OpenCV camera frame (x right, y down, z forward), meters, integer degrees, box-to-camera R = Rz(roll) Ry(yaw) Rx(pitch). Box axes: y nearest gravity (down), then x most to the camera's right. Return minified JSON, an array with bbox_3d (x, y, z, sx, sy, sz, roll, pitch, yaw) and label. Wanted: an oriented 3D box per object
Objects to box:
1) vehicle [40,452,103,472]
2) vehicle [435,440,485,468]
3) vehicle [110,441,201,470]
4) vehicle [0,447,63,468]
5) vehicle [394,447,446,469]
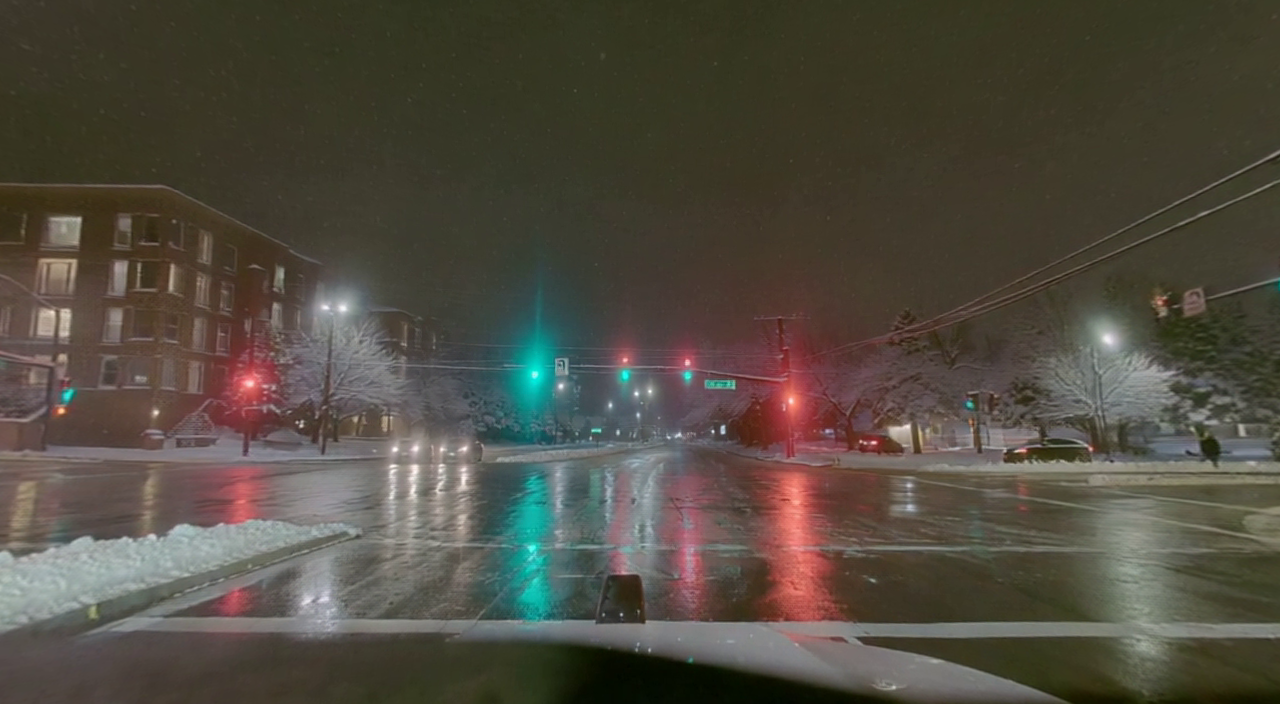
[{"bbox_3d":[-41.590,8.029,46.290,1.552,1.339,3.340,-2,-9,-1],"label":"vehicle"},{"bbox_3d":[-11.966,6.802,42.314,2.080,1.763,4.341,0,-8,0],"label":"vehicle"},{"bbox_3d":[-34.916,7.420,45.735,2.204,1.955,5.518,0,-8,0],"label":"vehicle"},{"bbox_3d":[-45.268,7.760,46.591,1.858,1.467,3.624,0,-8,0],"label":"vehicle"},{"bbox_3d":[-15.515,7.446,44.788,2.056,1.450,4.343,0,-8,0],"label":"vehicle"}]
